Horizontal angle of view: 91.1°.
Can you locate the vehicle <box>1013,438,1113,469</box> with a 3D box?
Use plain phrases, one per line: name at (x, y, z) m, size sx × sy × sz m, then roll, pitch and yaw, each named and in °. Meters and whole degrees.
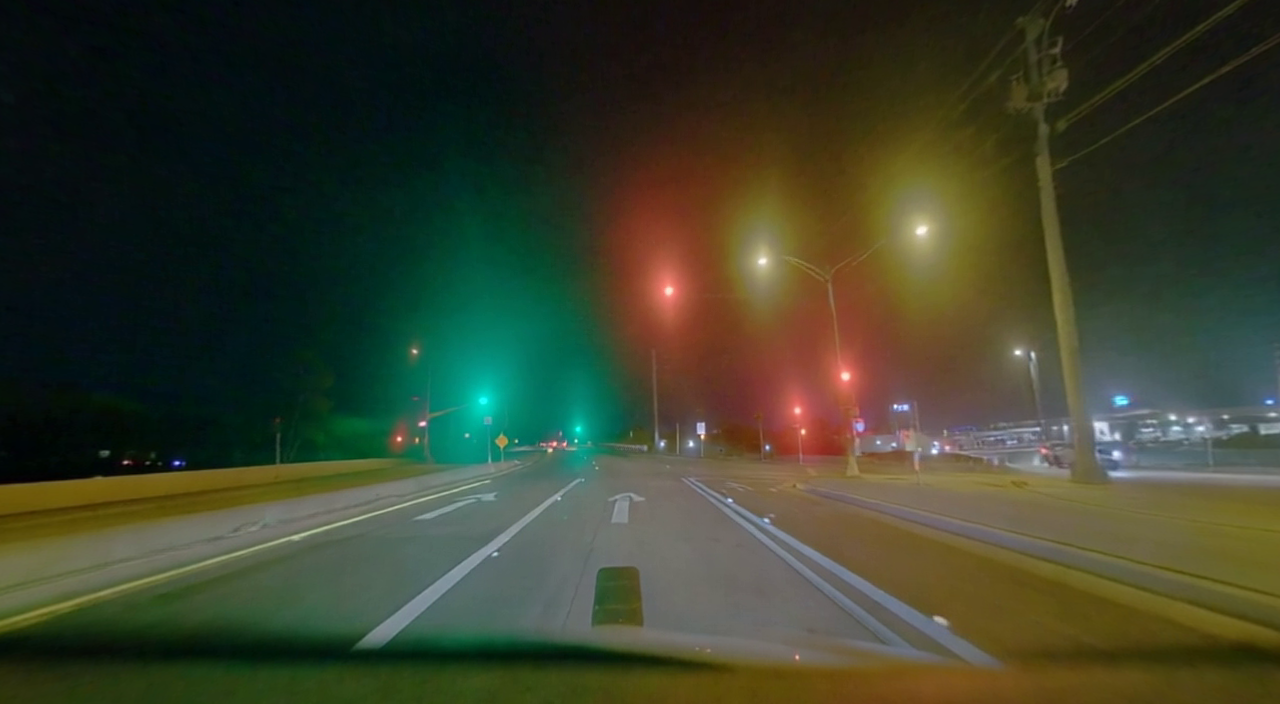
vehicle at (22.057, 5.286, 32.870) m, size 1.717 × 1.486 × 3.824 m, roll 4°, pitch -10°, yaw -32°
